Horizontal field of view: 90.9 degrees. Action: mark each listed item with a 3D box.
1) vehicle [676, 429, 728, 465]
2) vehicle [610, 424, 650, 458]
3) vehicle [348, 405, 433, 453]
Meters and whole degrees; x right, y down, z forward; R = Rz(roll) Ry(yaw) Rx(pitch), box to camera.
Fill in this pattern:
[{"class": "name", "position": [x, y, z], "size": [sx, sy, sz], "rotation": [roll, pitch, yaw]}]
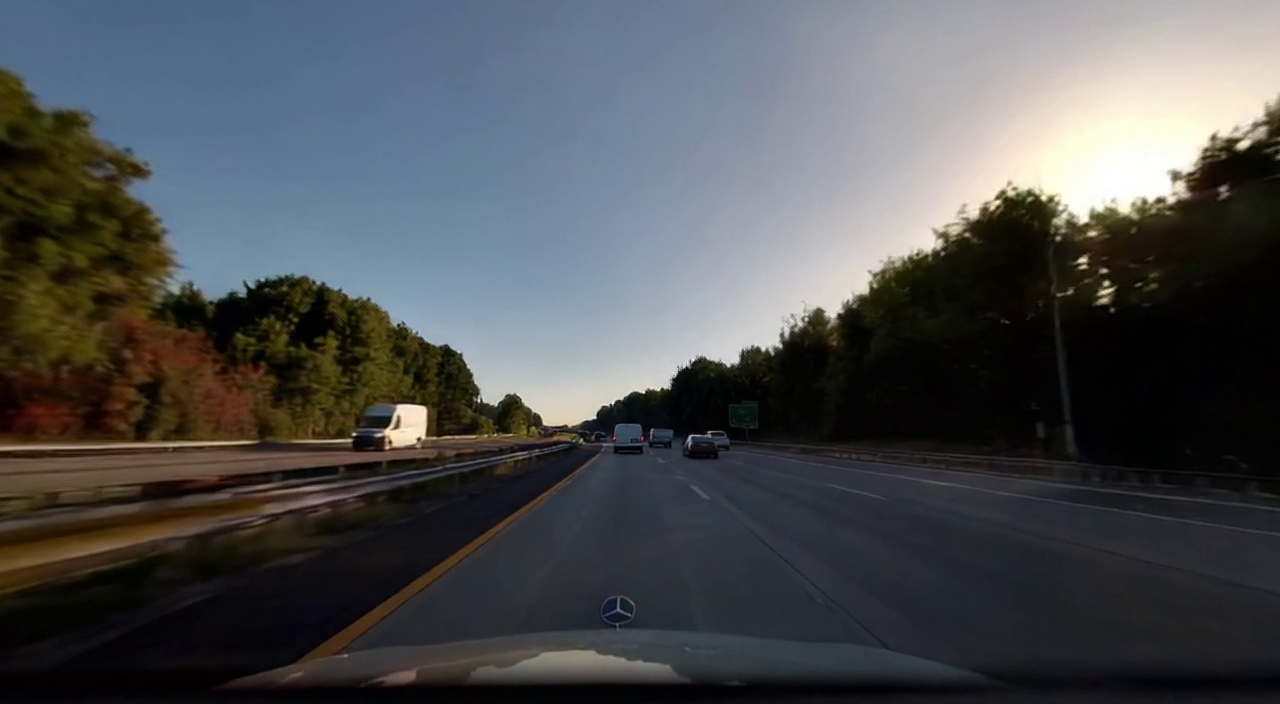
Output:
[{"class": "vehicle", "position": [2.954, 4.594, 30.649], "size": [1.996, 1.589, 3.715], "rotation": [0, -8, -2]}, {"class": "vehicle", "position": [-0.636, 5.694, 40.361], "size": [2.403, 1.994, 4.683], "rotation": [0, -8, -1]}, {"class": "vehicle", "position": [-17.640, 5.555, 45.169], "size": [2.842, 3.134, 7.777], "rotation": [0, -8, 0]}]
